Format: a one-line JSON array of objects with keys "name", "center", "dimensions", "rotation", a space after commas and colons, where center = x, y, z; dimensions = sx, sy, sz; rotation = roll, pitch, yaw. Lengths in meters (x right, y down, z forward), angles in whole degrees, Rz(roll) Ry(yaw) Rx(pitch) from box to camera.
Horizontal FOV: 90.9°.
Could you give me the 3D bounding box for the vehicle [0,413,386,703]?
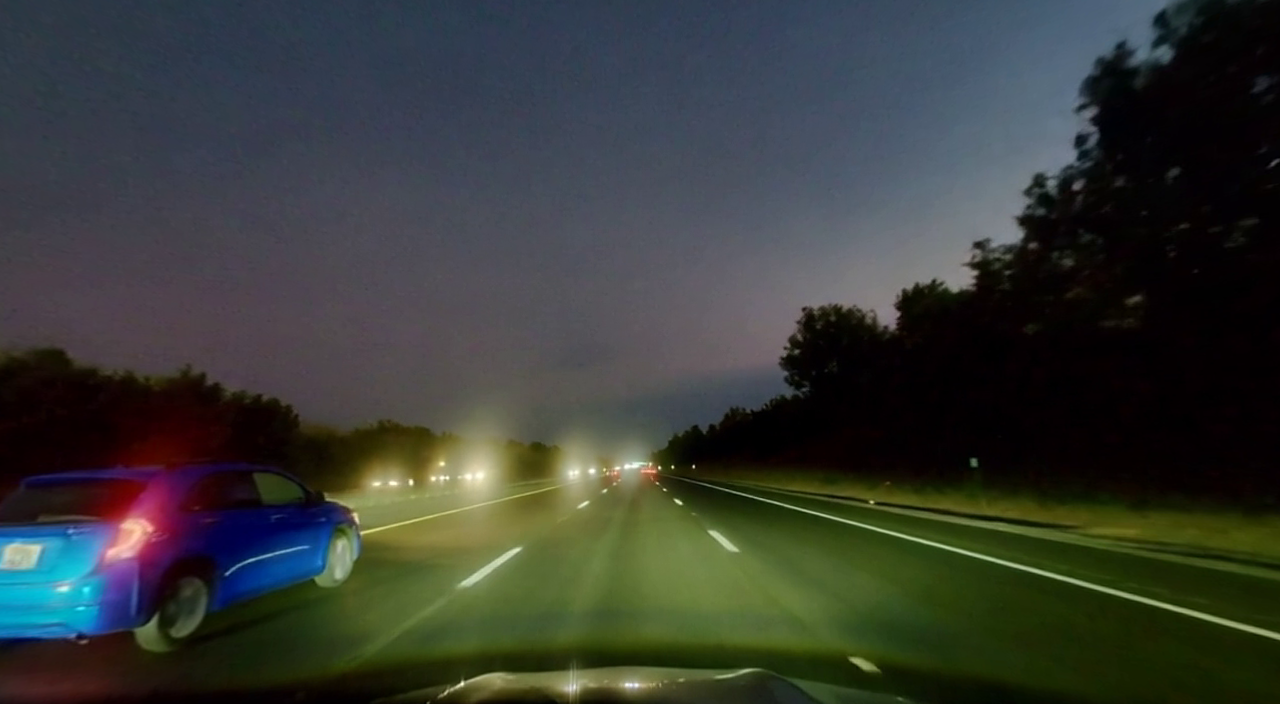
[{"name": "vehicle", "center": [-3.902, 1.441, 5.257], "dimensions": [1.797, 1.532, 4.072], "rotation": [1, -10, 0]}]
